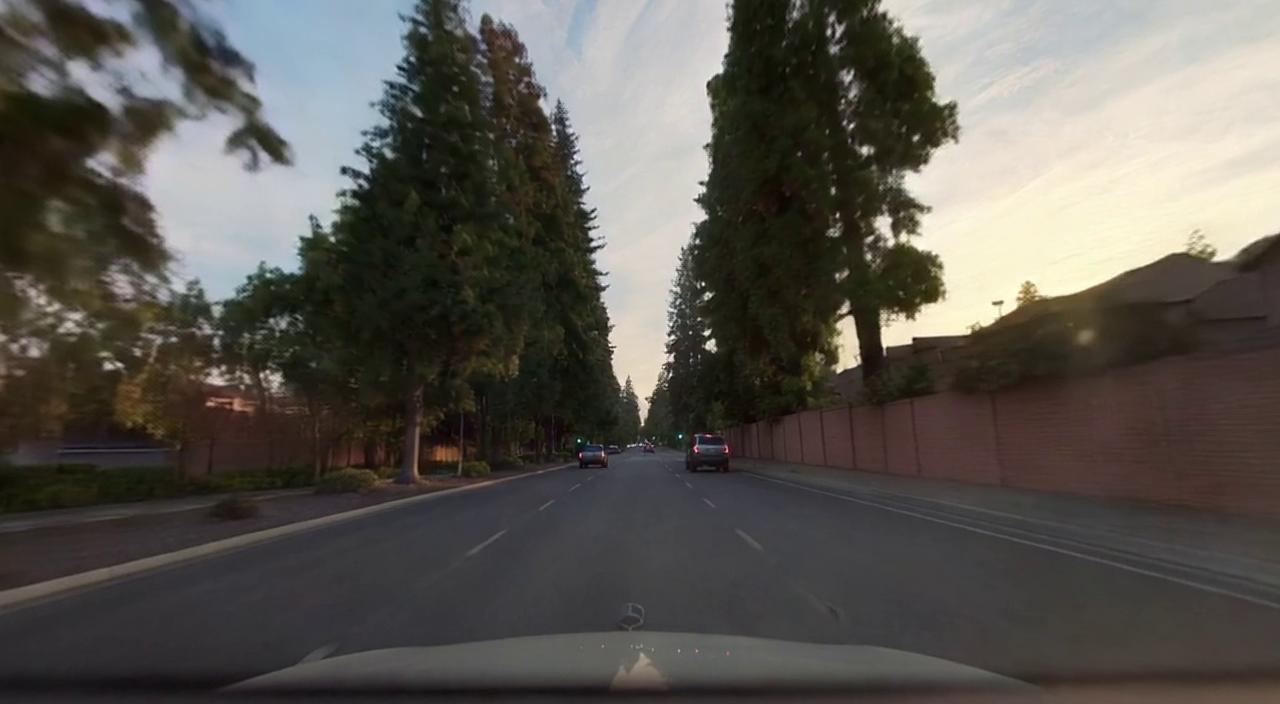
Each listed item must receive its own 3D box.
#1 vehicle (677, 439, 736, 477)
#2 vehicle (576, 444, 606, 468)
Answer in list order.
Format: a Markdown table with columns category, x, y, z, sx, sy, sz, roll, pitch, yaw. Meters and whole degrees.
| category | x | y | z | sx | sy | sz | roll | pitch | yaw |
| --- | --- | --- | --- | --- | --- | --- | --- | --- | --- |
| vehicle | 3.105 | 5.091 | 30.559 | 2.321 | 1.695 | 5.037 | 0 | -8 | 0 |
| vehicle | -3.809 | 8.072 | 49.299 | 2.002 | 1.747 | 4.728 | 0 | -8 | 0 |
